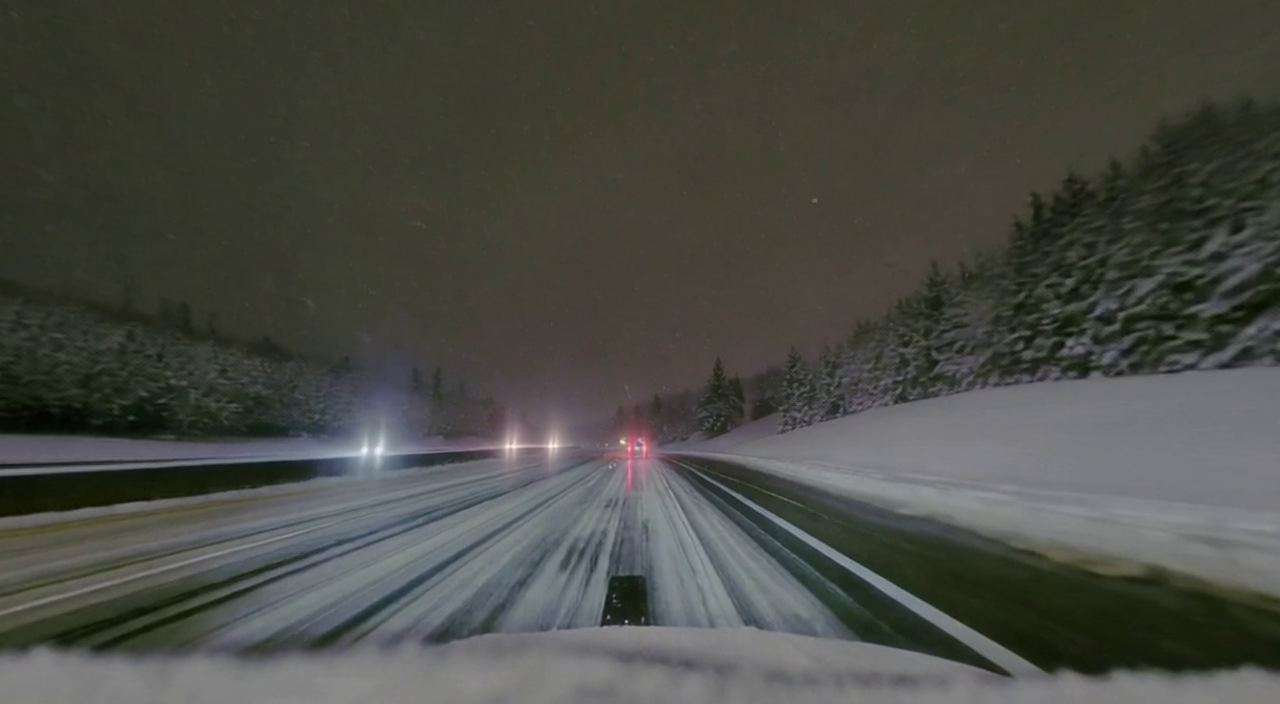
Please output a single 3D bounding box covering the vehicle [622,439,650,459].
[{"bbox_3d":[-0.318,7.621,49.557,2.083,1.524,4.251,0,-8,0],"label":"vehicle"}]
